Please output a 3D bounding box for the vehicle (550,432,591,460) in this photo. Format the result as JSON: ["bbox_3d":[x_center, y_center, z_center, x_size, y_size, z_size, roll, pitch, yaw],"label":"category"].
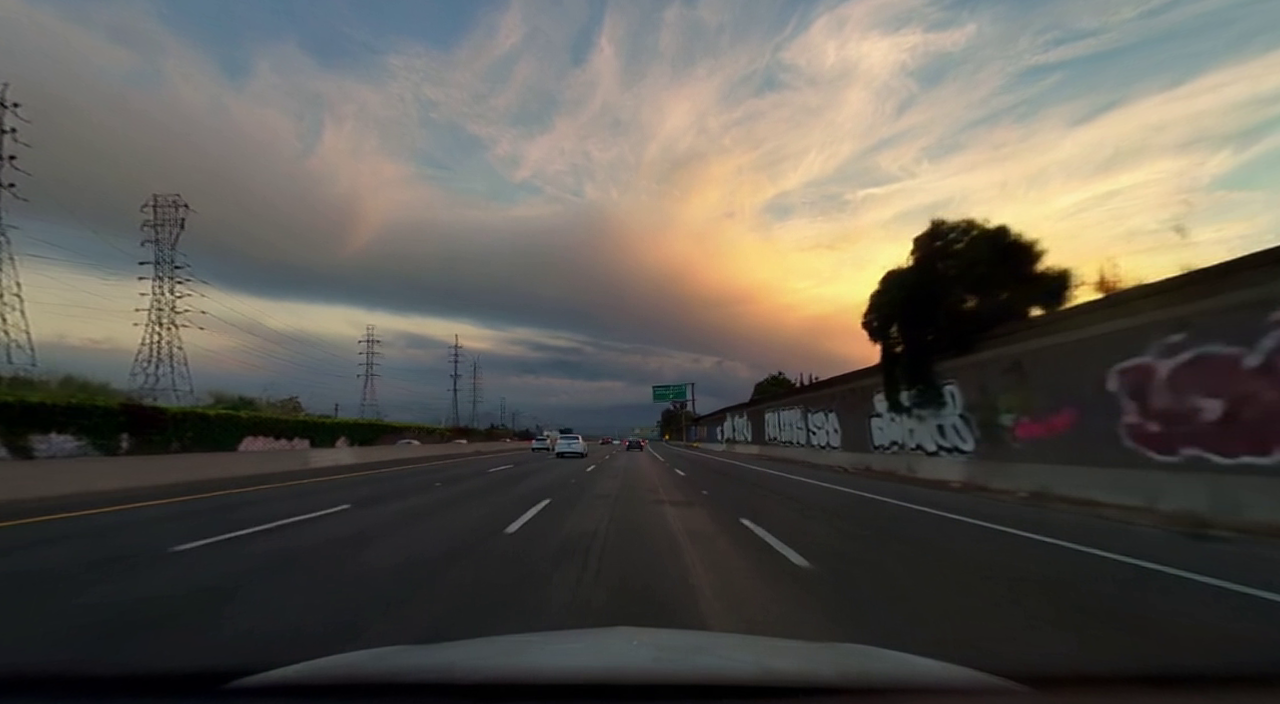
[{"bbox_3d":[-4.325,5.872,39.700,2.118,1.640,4.031,0,-8,-1],"label":"vehicle"}]
